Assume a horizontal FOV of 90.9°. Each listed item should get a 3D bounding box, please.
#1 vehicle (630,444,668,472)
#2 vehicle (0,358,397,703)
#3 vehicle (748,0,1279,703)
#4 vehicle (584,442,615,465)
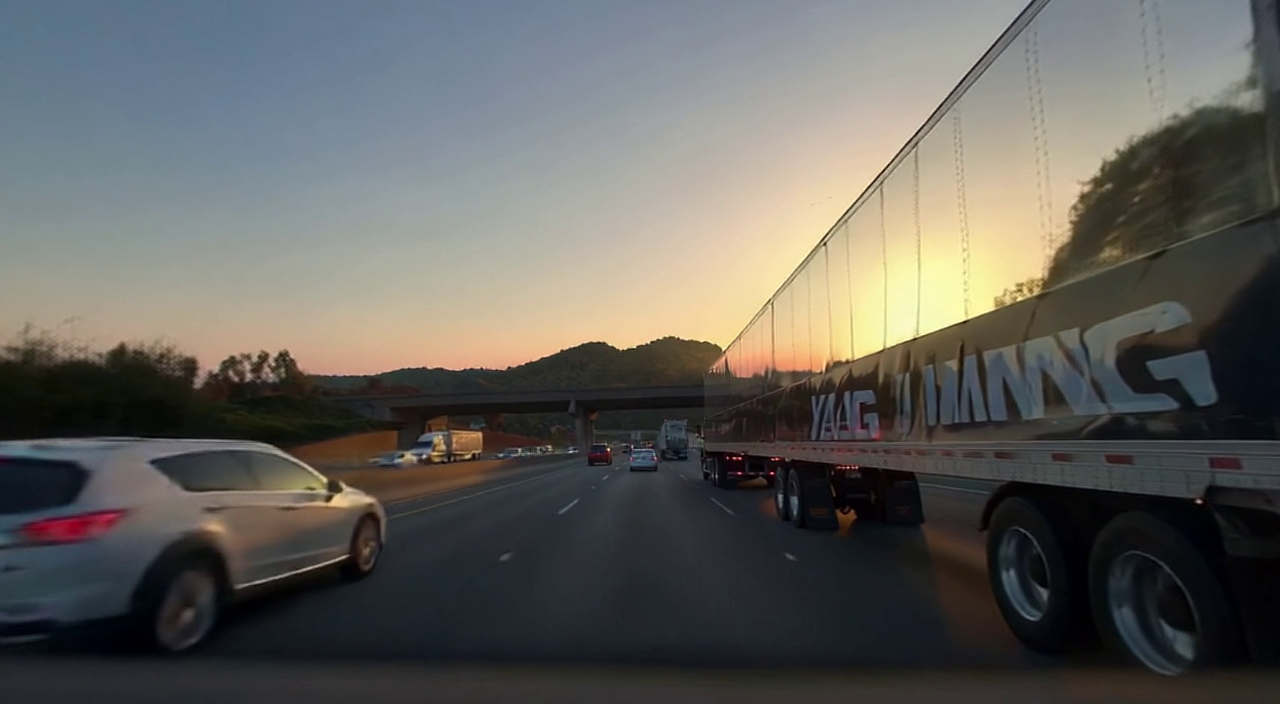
[{"bbox_3d":[0.463,5.980,35.832,2.063,1.469,4.208,0,-9,0],"label":"vehicle"},{"bbox_3d":[-3.787,1.165,4.469,2.091,1.722,4.974,0,-9,1],"label":"vehicle"},{"bbox_3d":[3.894,0.435,8.175,2.821,4.077,12.562,0,-9,0],"label":"vehicle"},{"bbox_3d":[-3.091,7.908,49.247,2.058,1.711,4.226,0,-9,1],"label":"vehicle"}]
